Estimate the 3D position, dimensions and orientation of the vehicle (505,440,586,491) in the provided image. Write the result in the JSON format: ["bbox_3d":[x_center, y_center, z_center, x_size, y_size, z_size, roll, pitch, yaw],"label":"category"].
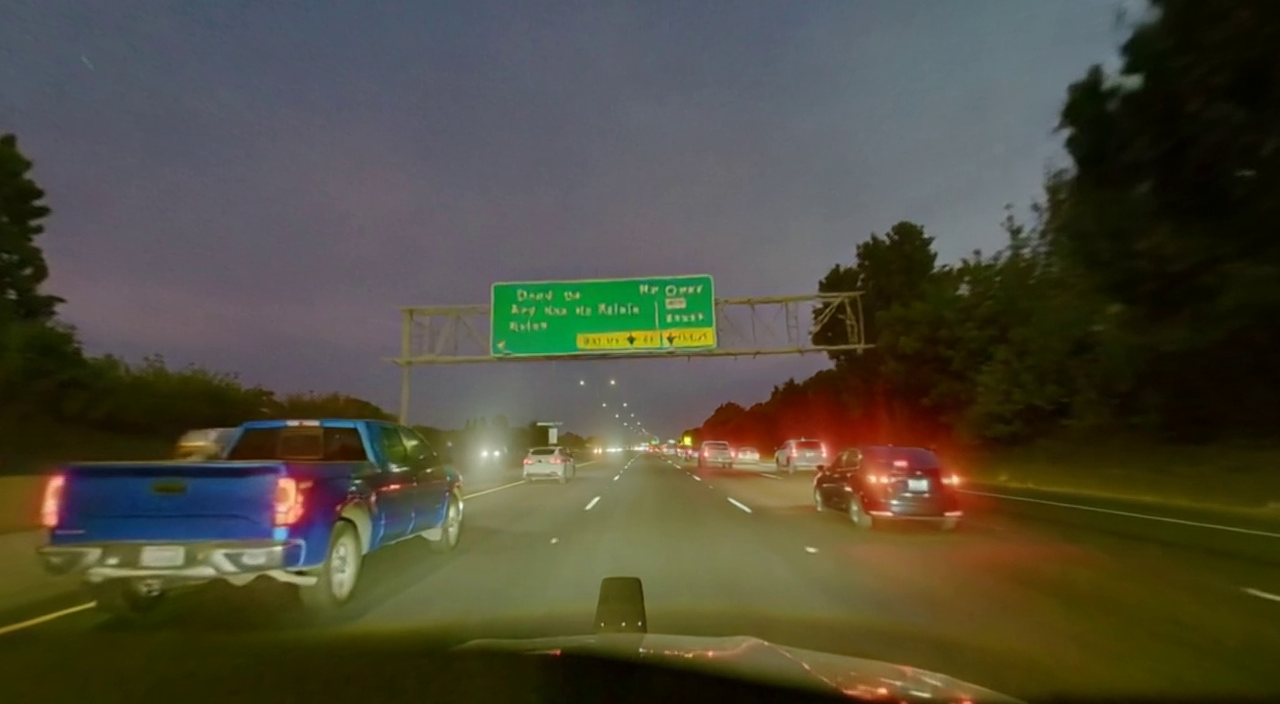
[{"bbox_3d":[-3.192,3.939,22.343,1.974,1.589,5.047,0,-8,1],"label":"vehicle"}]

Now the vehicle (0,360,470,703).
[{"bbox_3d":[-3.255,1.264,5.585,2.139,1.764,4.707,0,-8,0],"label":"vehicle"}]

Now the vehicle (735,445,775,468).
[{"bbox_3d":[7.983,7.291,44.153,1.904,1.473,4.598,0,-8,-1],"label":"vehicle"}]

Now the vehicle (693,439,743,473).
[{"bbox_3d":[4.340,5.876,35.929,2.144,1.752,4.765,0,-8,-1],"label":"vehicle"}]

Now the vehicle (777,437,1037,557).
[{"bbox_3d":[3.841,2.154,10.277,2.040,1.461,4.822,0,-8,-1],"label":"vehicle"}]
